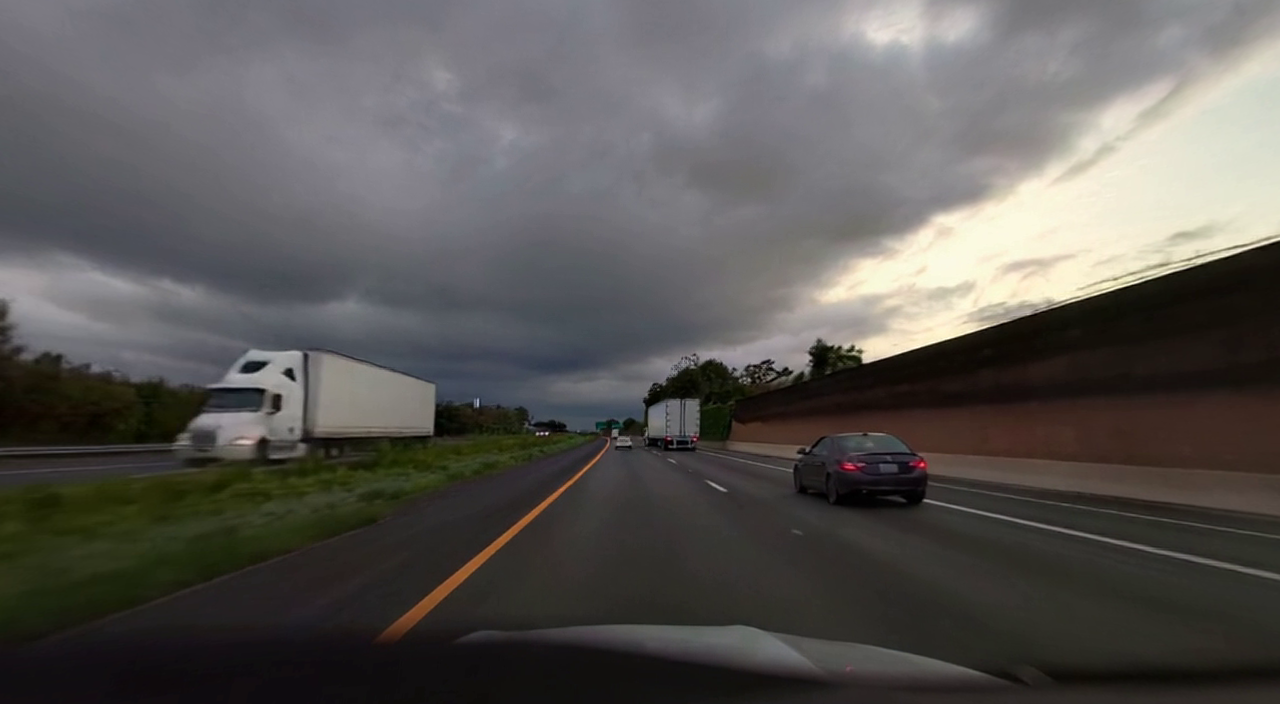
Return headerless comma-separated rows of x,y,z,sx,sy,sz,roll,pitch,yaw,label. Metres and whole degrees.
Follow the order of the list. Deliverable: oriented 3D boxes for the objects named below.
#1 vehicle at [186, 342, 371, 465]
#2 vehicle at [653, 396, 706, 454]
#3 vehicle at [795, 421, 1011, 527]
-12.940,2.054,23.494,2.972,3.920,6.688,0,-7,-2,vehicle
2.863,5.864,49.880,2.949,3.900,13.626,0,-7,-2,vehicle
4.178,1.965,10.885,1.813,1.454,4.197,0,-7,-2,vehicle
